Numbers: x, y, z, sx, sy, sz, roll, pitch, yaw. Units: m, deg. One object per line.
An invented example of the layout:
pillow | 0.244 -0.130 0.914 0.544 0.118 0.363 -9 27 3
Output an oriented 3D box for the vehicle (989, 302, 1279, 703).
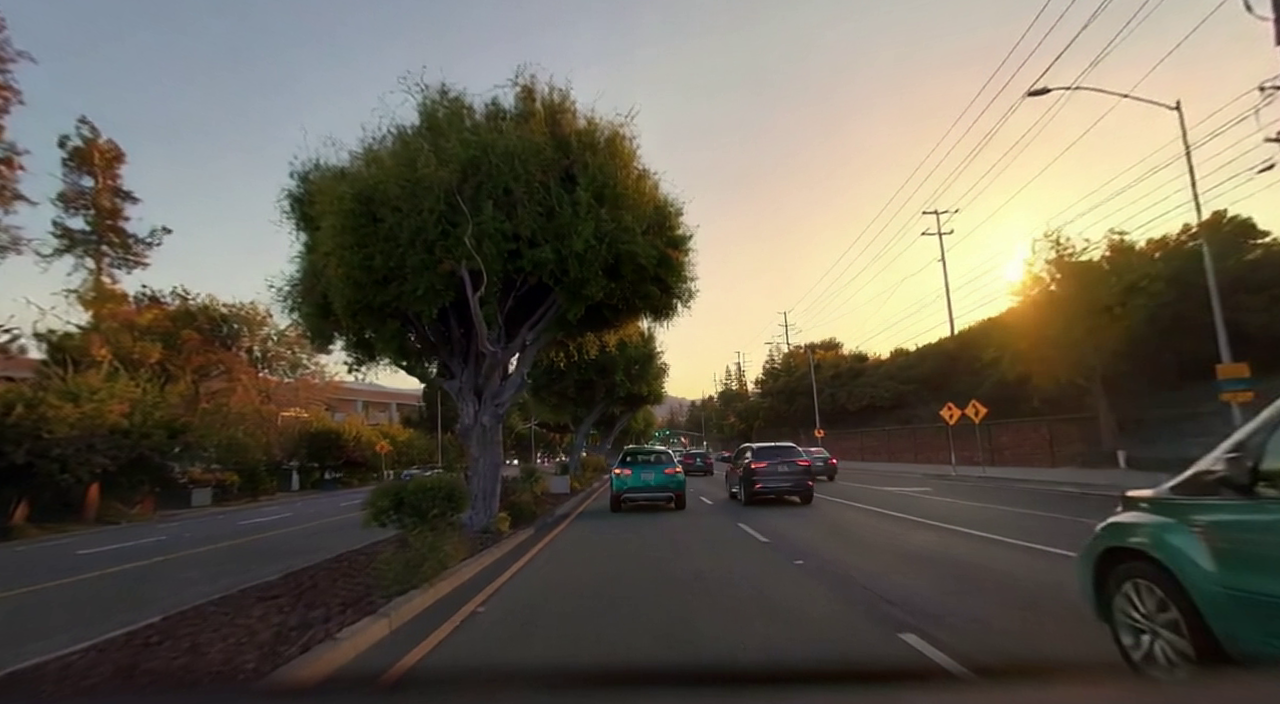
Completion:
vehicle | 3.399 0.665 1.856 2.097 1.818 4.625 0 -8 0

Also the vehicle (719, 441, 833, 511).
vehicle | 3.392 3.151 16.625 2.064 1.591 4.081 0 -8 0

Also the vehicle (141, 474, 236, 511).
vehicle | -22.590 7.031 31.828 1.847 1.554 3.926 0 -8 0

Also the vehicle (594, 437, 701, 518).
vehicle | 0.148 2.902 15.179 2.199 1.641 4.232 0 -8 0
